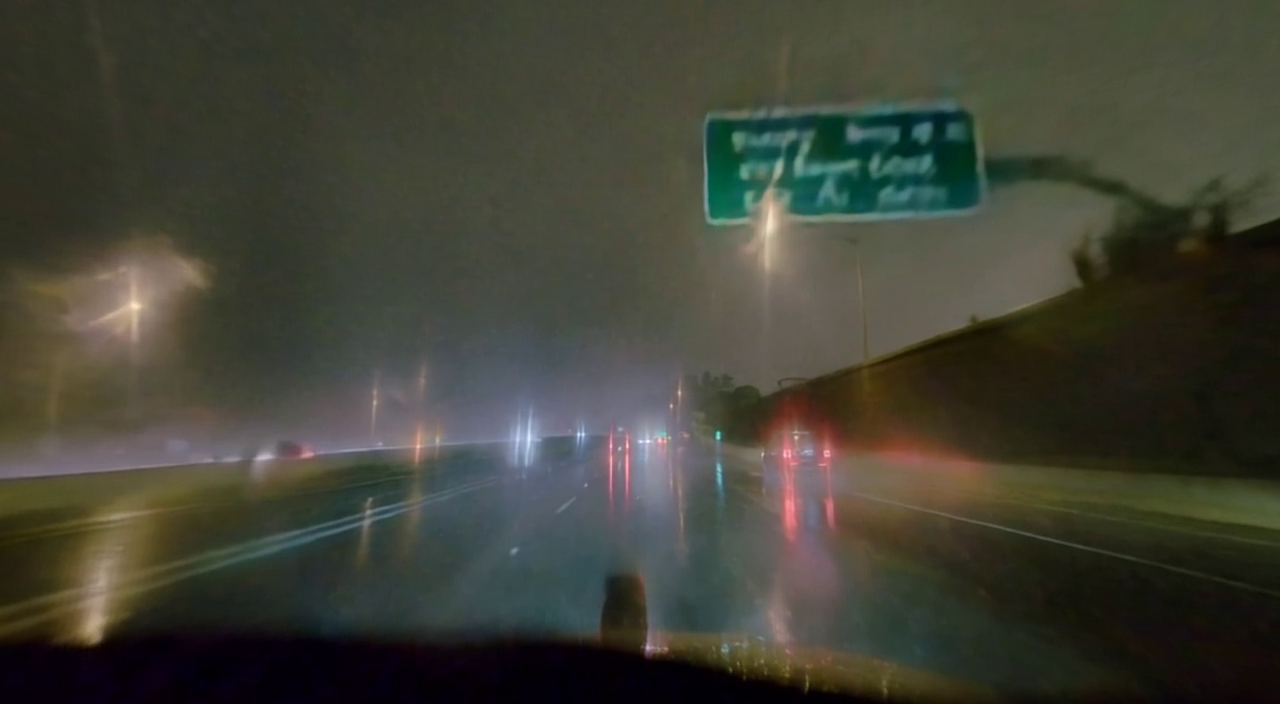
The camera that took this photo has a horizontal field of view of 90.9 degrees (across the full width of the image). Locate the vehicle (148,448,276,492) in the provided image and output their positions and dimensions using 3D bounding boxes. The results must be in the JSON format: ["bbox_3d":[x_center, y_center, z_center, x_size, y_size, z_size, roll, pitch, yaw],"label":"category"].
[{"bbox_3d":[-16.321,4.484,24.345,1.854,1.472,4.283,-1,-8,1],"label":"vehicle"}]
